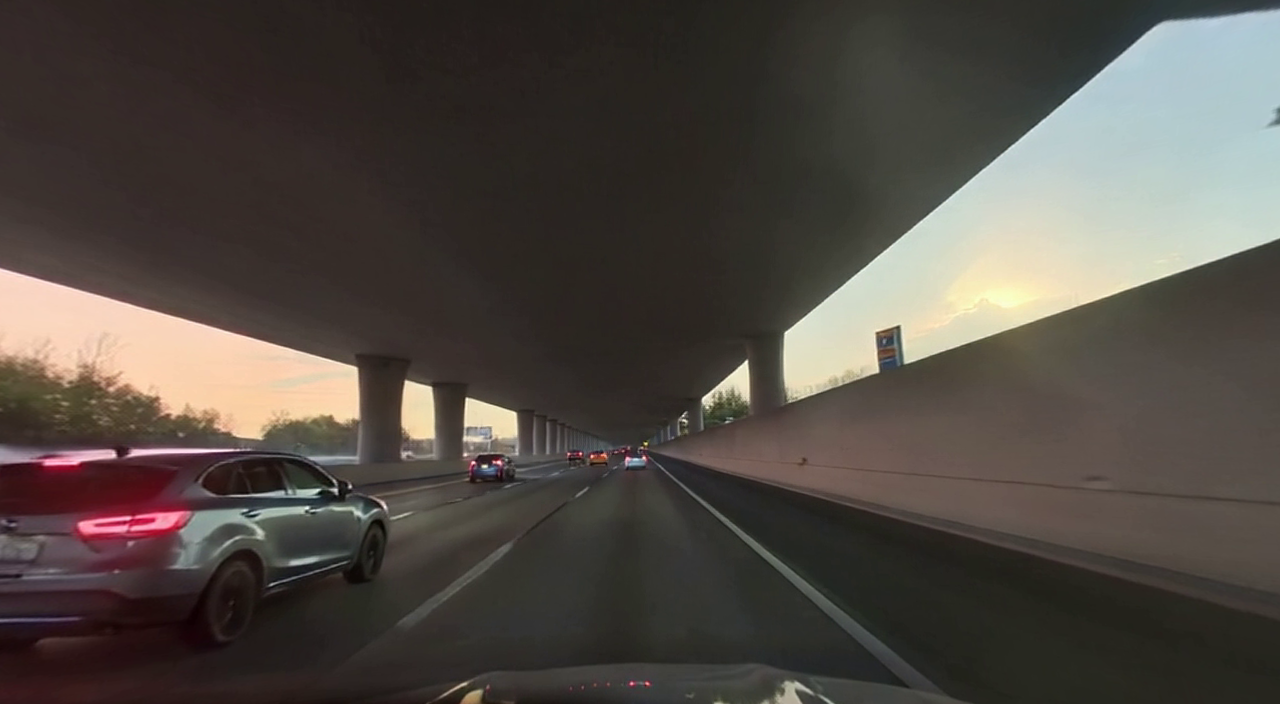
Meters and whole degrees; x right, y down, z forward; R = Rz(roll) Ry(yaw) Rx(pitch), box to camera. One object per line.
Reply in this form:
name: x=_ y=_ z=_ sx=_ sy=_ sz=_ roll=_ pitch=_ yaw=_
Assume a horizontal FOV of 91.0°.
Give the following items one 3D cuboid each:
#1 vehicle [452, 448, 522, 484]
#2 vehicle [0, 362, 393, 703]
vehicle: x=-7.174 y=5.368 z=30.073 sx=1.998 sy=1.542 sz=4.953 roll=0 pitch=-9 yaw=1
vehicle: x=-3.813 y=1.216 z=4.699 sx=2.059 sy=1.725 sz=4.521 roll=0 pitch=-9 yaw=0
